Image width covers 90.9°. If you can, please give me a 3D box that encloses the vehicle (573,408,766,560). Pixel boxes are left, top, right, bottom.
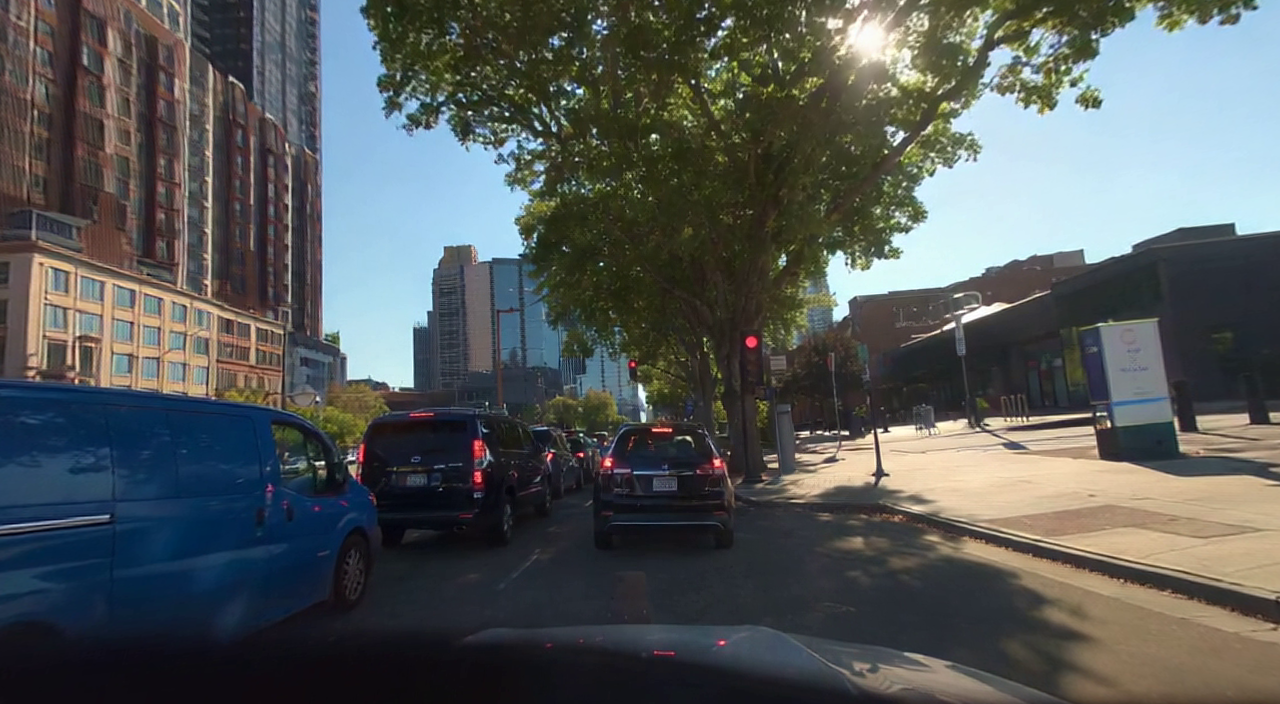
[{"bbox_3d":[0.357,1.808,9.263,2.205,1.727,3.917,0,-8,1],"label":"vehicle"}]

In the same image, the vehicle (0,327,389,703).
[{"bbox_3d":[-3.168,0.981,3.485,1.940,1.722,3.823,0,-8,0],"label":"vehicle"}]

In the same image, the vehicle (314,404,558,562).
[{"bbox_3d":[-2.649,1.841,9.609,2.124,1.799,4.587,0,-8,1],"label":"vehicle"}]
